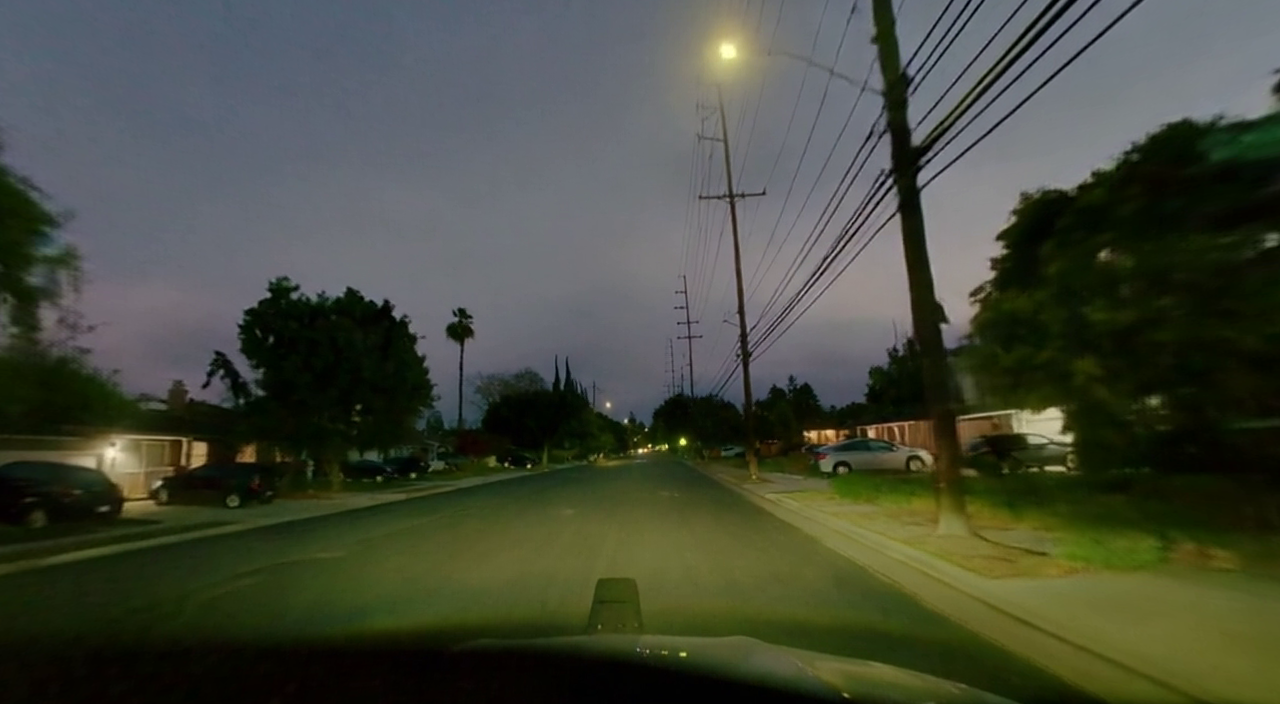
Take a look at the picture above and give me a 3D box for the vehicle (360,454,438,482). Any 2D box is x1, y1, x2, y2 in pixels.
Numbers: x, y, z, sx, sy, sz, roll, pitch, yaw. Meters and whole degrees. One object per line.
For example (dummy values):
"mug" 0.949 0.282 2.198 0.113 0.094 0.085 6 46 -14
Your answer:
"vehicle" -15.307 7.367 40.153 4.265 1.583 1.913 -5 -9 14

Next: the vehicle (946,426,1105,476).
"vehicle" 13.026 3.380 21.556 4.122 1.610 1.888 0 -9 2

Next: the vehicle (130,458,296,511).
"vehicle" -14.244 4.399 21.229 4.260 1.588 1.927 -1 -9 5

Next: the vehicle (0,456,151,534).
"vehicle" -15.064 3.455 15.617 4.500 1.714 1.924 -1 -9 7

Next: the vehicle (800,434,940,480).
"vehicle" 9.339 4.301 25.997 4.952 1.775 2.089 0 -9 0
